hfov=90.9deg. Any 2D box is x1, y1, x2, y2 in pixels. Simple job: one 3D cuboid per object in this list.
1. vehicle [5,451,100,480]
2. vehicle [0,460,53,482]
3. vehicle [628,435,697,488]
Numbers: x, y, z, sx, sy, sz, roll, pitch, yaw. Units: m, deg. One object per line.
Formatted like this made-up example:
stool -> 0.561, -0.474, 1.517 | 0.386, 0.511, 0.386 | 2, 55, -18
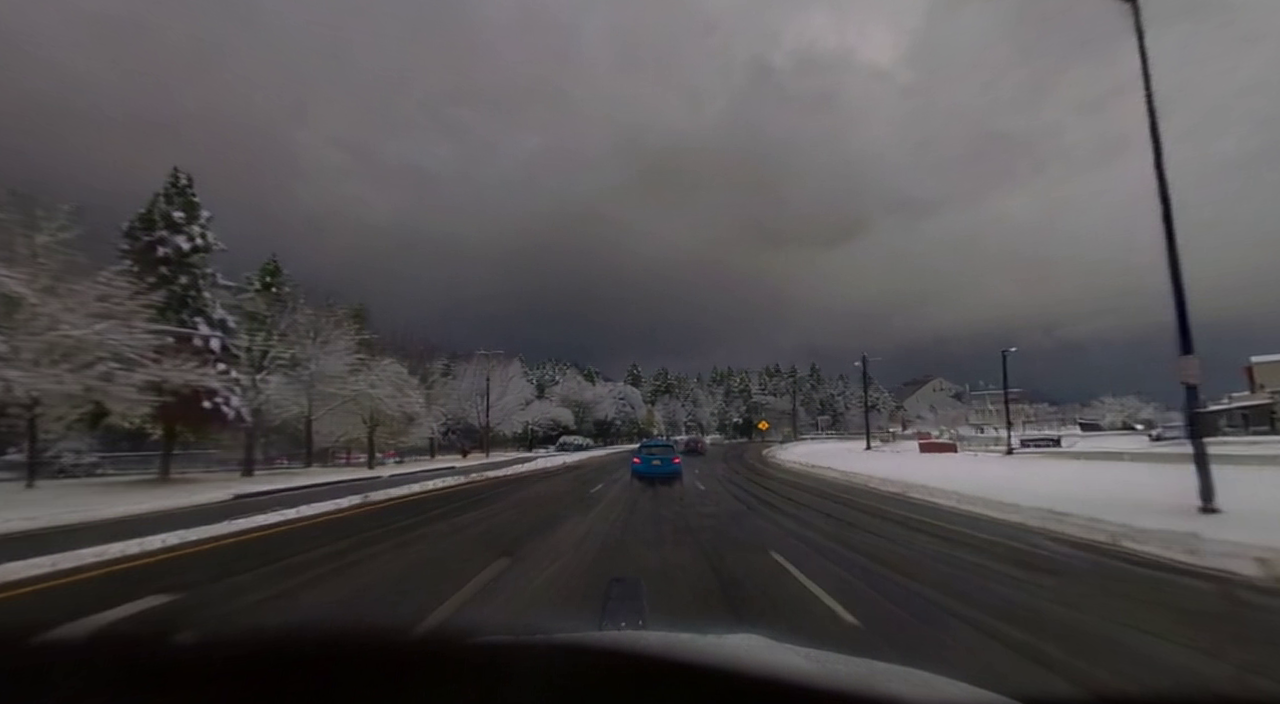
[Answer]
vehicle -> -45.326, 8.739, 48.716 | 5.621, 1.823, 2.130 | -4, -8, 6
vehicle -> -45.499, 8.639, 45.841 | 3.873, 1.441, 1.848 | -1, -8, 5
vehicle -> 0.762, 3.478, 20.280 | 2.010, 1.535, 3.735 | -1, -8, 3
